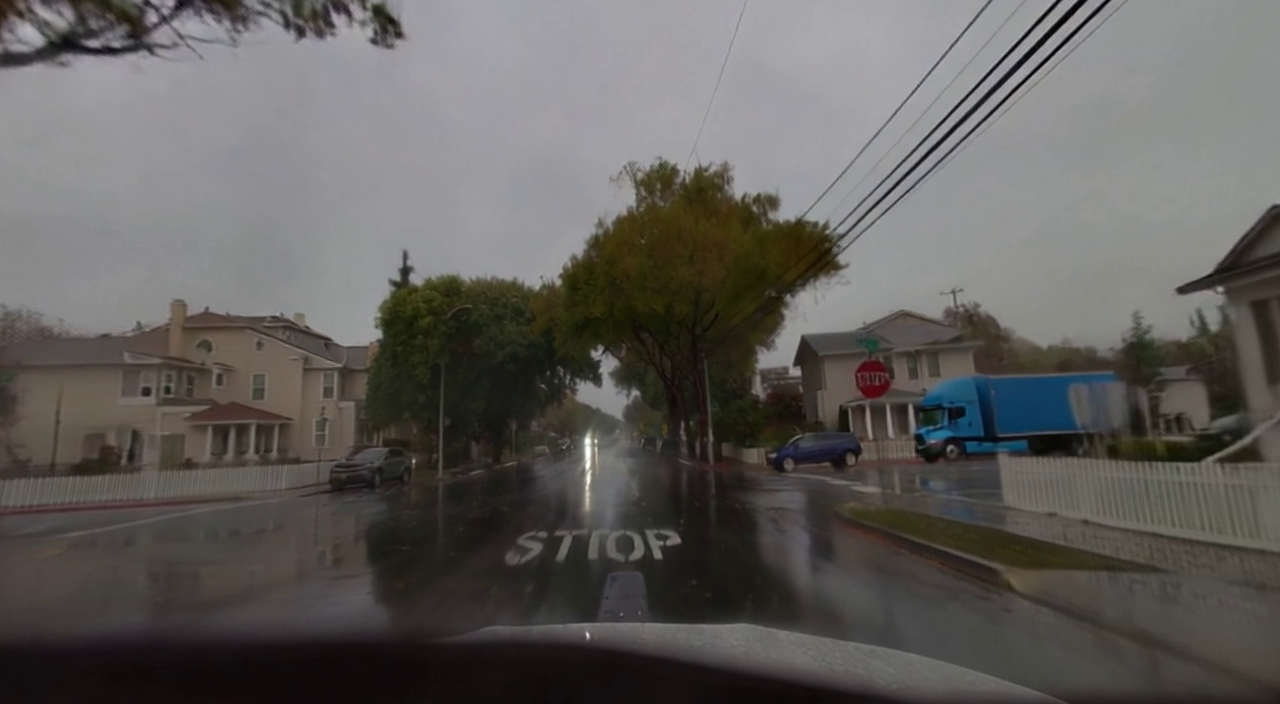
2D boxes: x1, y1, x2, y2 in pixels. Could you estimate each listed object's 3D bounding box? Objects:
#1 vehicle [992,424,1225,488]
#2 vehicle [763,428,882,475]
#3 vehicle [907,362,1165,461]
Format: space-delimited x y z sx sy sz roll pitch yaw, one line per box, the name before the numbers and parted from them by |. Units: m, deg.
vehicle | 11.925 2.658 16.307 4.488 1.507 1.954 0 -9 -3
vehicle | 6.933 3.837 24.372 3.867 1.710 2.107 0 -9 -2
vehicle | 14.903 2.351 24.304 7.759 3.523 2.930 0 -9 0
